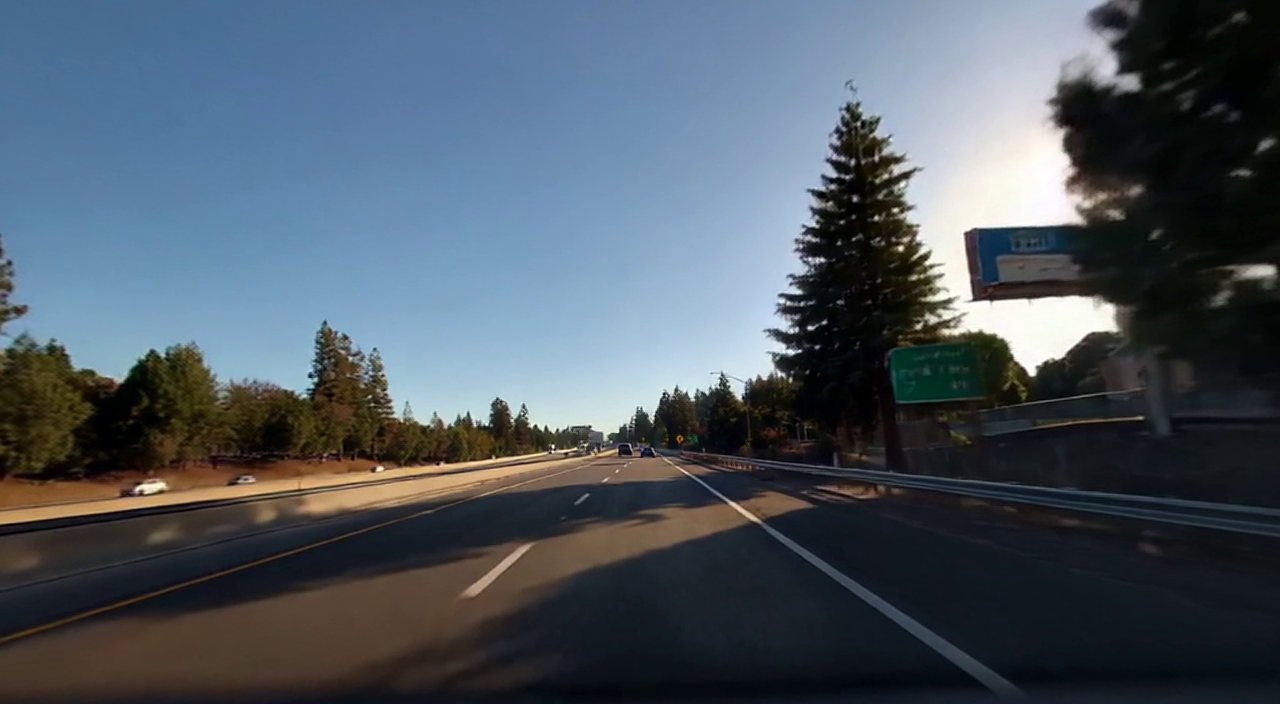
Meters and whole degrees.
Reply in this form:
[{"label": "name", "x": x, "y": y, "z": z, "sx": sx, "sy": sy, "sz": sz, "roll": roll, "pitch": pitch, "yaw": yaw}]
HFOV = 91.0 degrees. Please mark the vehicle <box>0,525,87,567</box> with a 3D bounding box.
[{"label": "vehicle", "x": -30.841, "y": 9.708, "z": 31.577, "sx": 1.775, "sy": 1.530, "sz": 4.579, "roll": -2, "pitch": -10, "yaw": 3}]
